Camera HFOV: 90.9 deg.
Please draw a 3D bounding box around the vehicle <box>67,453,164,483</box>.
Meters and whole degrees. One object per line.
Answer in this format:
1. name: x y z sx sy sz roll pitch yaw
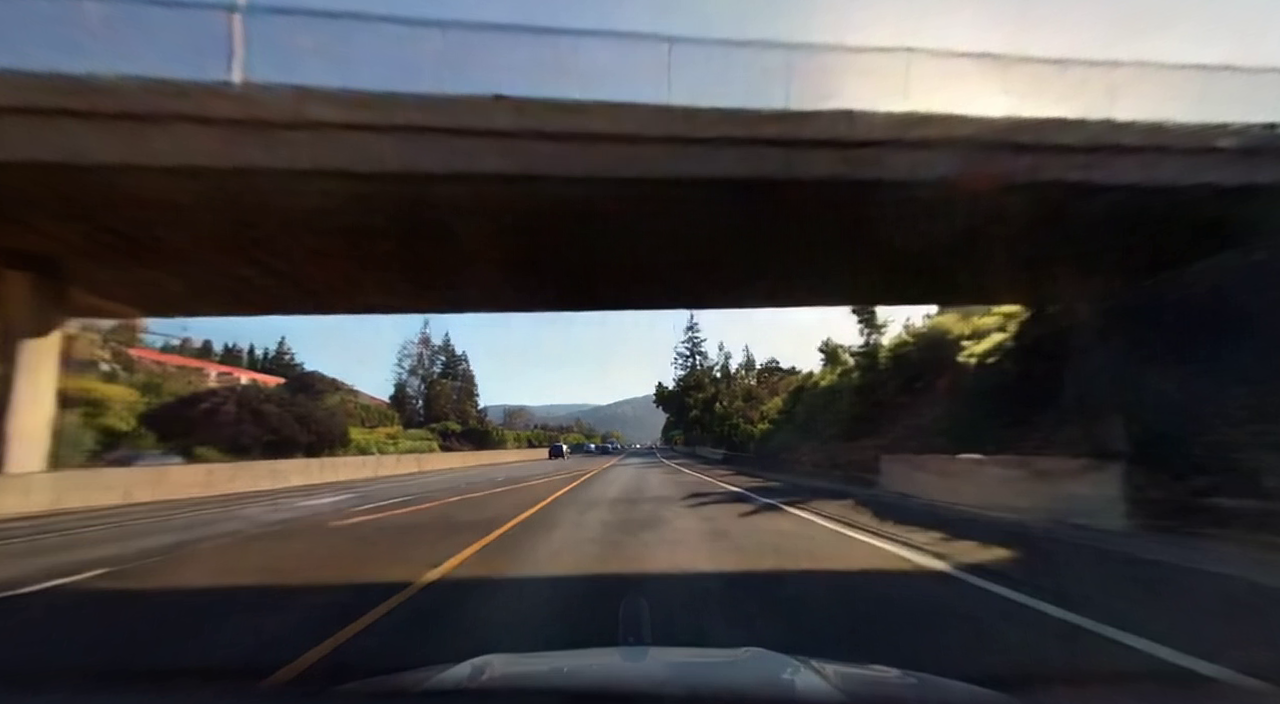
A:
1. vehicle: -25.591 5.670 30.911 1.599 1.361 3.494 -1 -9 4
